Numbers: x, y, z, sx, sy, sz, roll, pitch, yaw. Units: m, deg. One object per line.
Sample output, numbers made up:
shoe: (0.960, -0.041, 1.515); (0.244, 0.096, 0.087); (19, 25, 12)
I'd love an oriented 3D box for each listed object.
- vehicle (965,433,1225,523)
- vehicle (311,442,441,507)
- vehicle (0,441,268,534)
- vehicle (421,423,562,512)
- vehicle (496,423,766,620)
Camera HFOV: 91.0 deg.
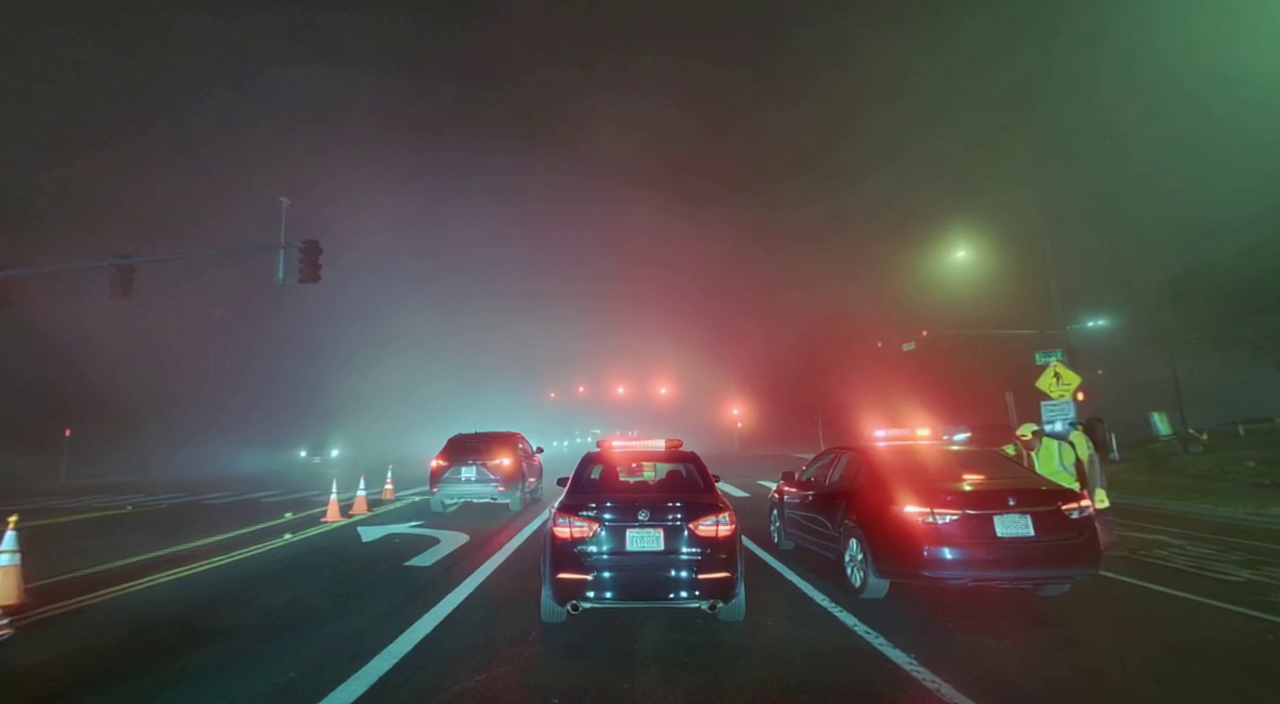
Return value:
vehicle: (9.334, 2.587, 13.589); (1.957, 1.576, 4.670); (0, -9, -3)
vehicle: (-6.556, 3.043, 16.056); (1.825, 1.460, 3.365); (0, -9, 0)
vehicle: (-9.807, 2.572, 12.656); (1.858, 1.494, 4.578); (0, -8, 0)
vehicle: (-3.323, 2.701, 15.212); (2.096, 1.789, 4.719); (0, -8, 2)
vehicle: (-0.124, 1.627, 7.068); (2.061, 1.486, 4.332); (0, -8, -2)
